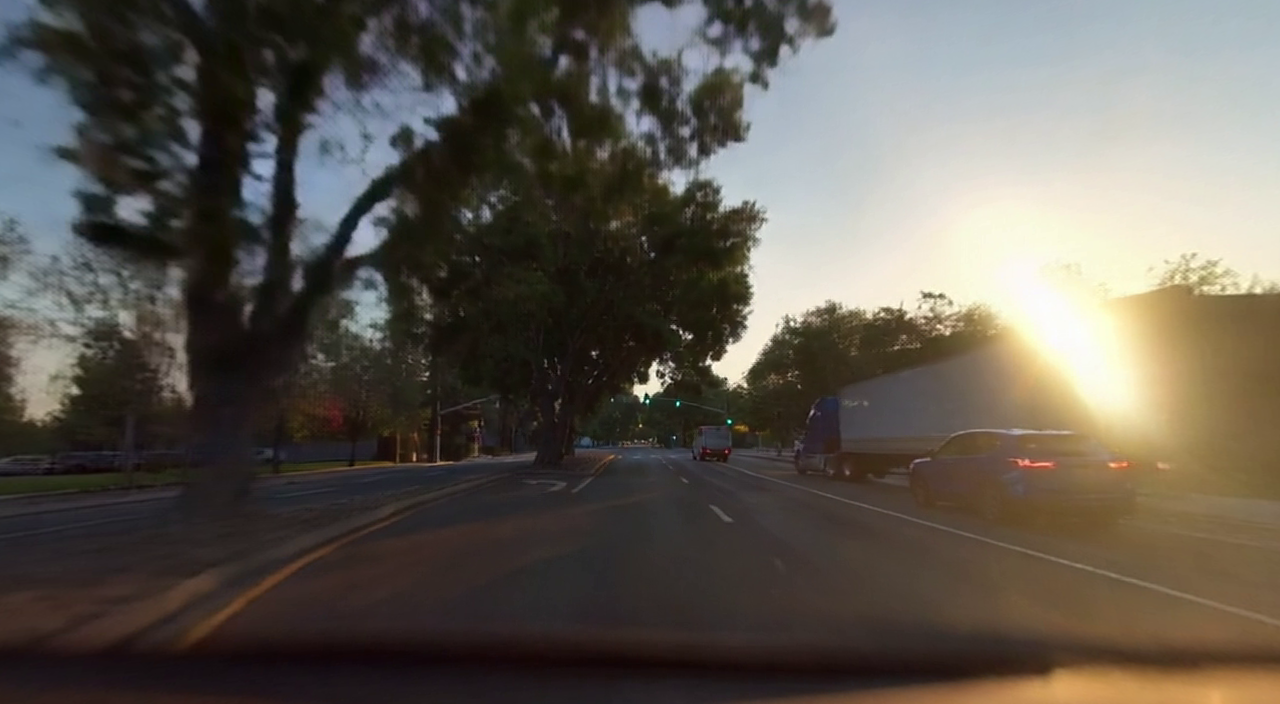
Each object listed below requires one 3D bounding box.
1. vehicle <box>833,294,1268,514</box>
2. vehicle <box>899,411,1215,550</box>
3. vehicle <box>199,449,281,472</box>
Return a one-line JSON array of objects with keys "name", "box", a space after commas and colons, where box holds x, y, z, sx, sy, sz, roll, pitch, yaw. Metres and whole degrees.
[{"name": "vehicle", "box": [10.360, 2.177, 20.583, 2.975, 4.201, 17.050, 0, -8, 0]}, {"name": "vehicle", "box": [6.328, 1.990, 10.493, 2.012, 1.754, 4.635, 0, -8, -1]}, {"name": "vehicle", "box": [-27.671, 7.522, 43.932, 4.505, 1.457, 2.003, 4, -9, -24]}]
